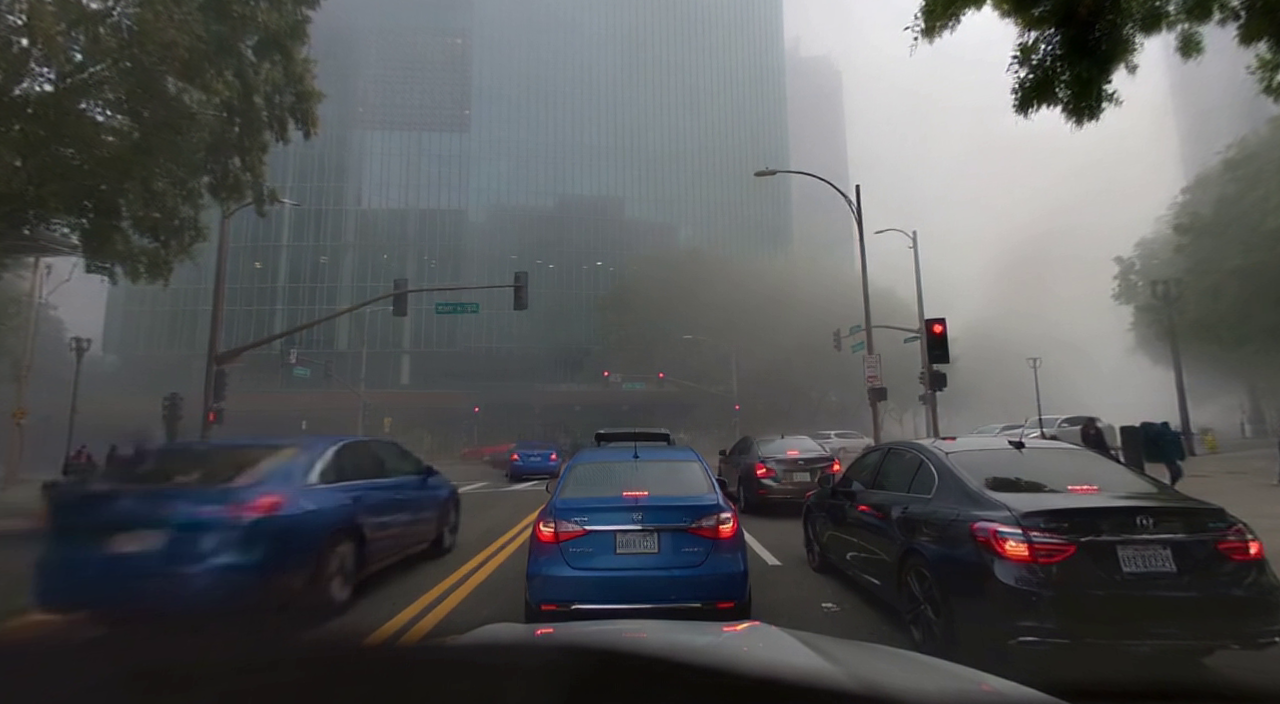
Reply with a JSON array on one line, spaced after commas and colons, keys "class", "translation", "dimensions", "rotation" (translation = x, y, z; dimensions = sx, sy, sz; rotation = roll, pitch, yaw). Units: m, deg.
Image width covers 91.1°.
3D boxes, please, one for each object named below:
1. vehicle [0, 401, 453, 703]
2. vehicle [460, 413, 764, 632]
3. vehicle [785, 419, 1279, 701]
[{"class": "vehicle", "translation": [-3.277, 1.311, 5.227], "dimensions": [2.068, 1.513, 4.221], "rotation": [0, -8, 1]}, {"class": "vehicle", "translation": [-0.268, 1.465, 6.407], "dimensions": [2.072, 1.476, 4.078], "rotation": [0, -8, -2]}, {"class": "vehicle", "translation": [2.749, 1.399, 5.445], "dimensions": [1.952, 1.464, 4.165], "rotation": [0, -8, -1]}]
